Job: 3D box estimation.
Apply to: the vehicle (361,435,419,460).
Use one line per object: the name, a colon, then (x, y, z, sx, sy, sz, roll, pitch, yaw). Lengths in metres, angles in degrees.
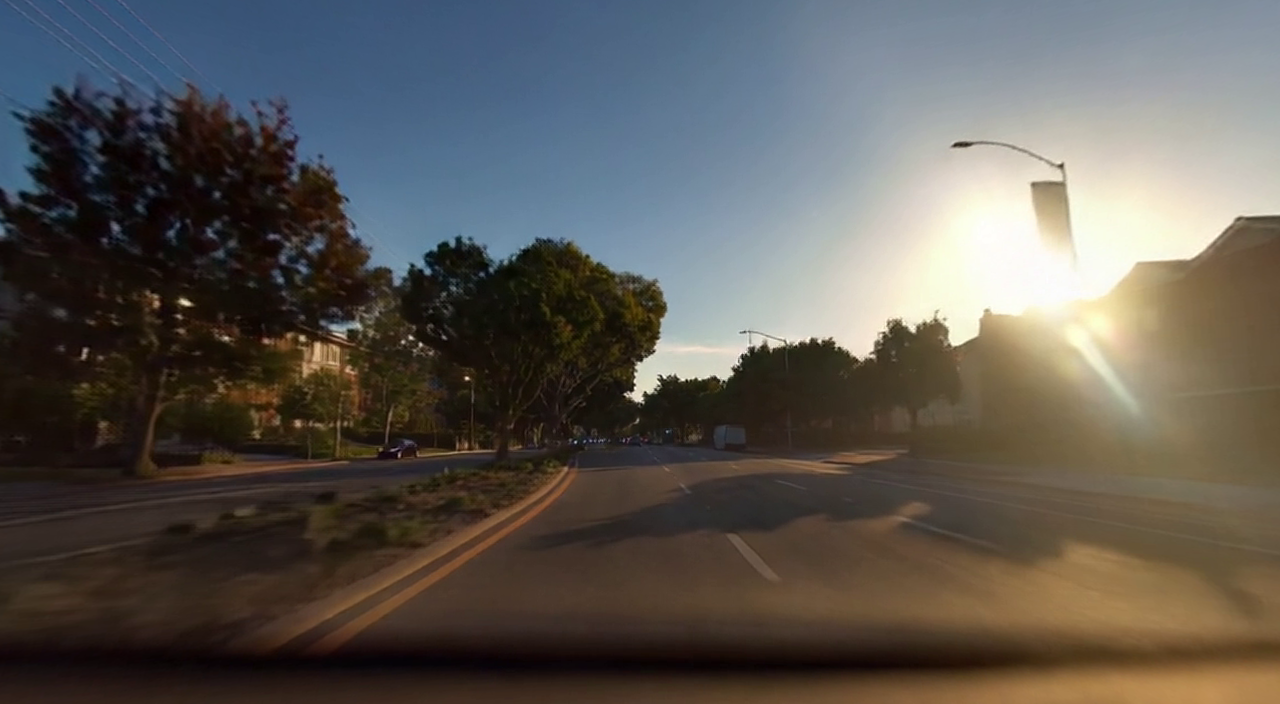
vehicle: (-19.619, 7.564, 49.911, 2.146, 1.848, 5.680, 0, -9, 2)
